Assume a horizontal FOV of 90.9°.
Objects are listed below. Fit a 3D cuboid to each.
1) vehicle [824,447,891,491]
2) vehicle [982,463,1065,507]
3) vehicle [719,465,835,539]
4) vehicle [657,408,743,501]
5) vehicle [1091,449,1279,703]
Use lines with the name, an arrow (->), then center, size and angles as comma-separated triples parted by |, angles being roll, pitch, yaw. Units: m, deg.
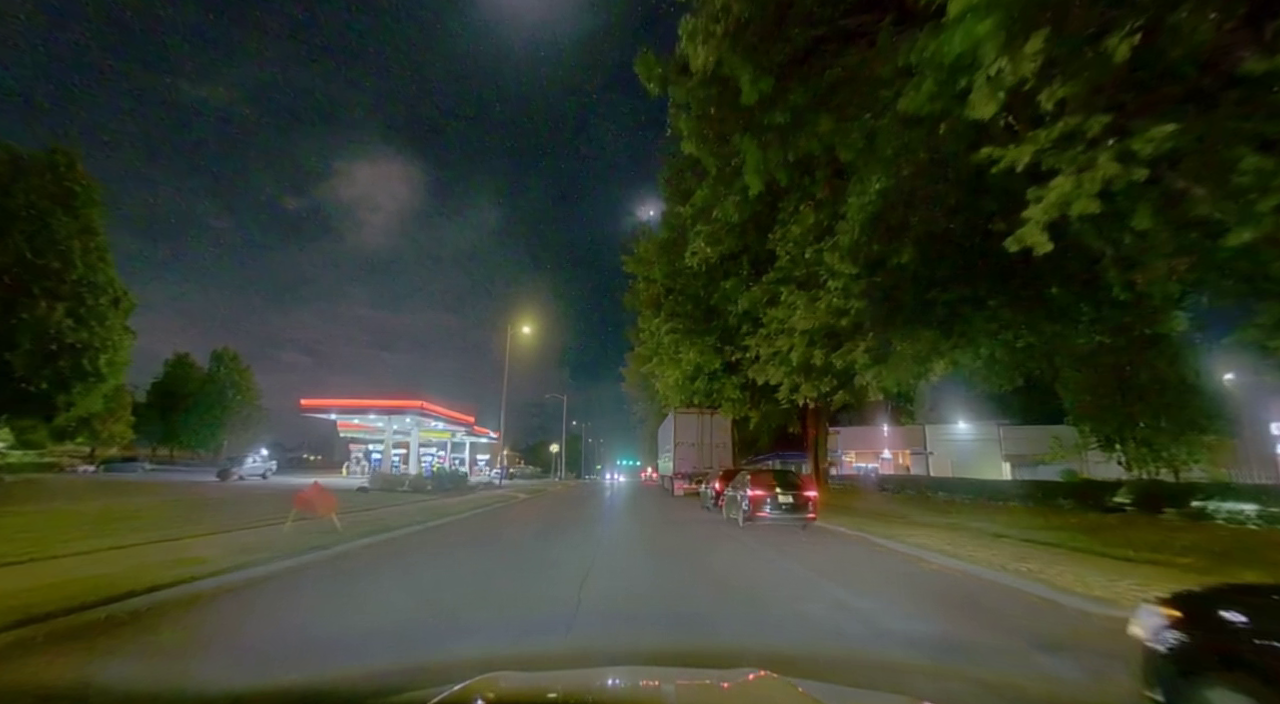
vehicle -> 13.357, 7.206, 38.869 | 3.166, 2.520, 2.198 | 2, -11, -5
vehicle -> 18.667, 6.494, 30.842 | 2.436, 2.052, 2.410 | 0, -11, 2
vehicle -> 3.131, 3.526, 15.261 | 1.844, 1.498, 3.898 | 1, -10, -1
vehicle -> 2.889, 5.838, 35.154 | 2.990, 4.098, 13.928 | 1, -10, -2
vehicle -> 3.310, 0.911, 1.136 | 1.900, 1.500, 4.214 | 0, -10, 1
